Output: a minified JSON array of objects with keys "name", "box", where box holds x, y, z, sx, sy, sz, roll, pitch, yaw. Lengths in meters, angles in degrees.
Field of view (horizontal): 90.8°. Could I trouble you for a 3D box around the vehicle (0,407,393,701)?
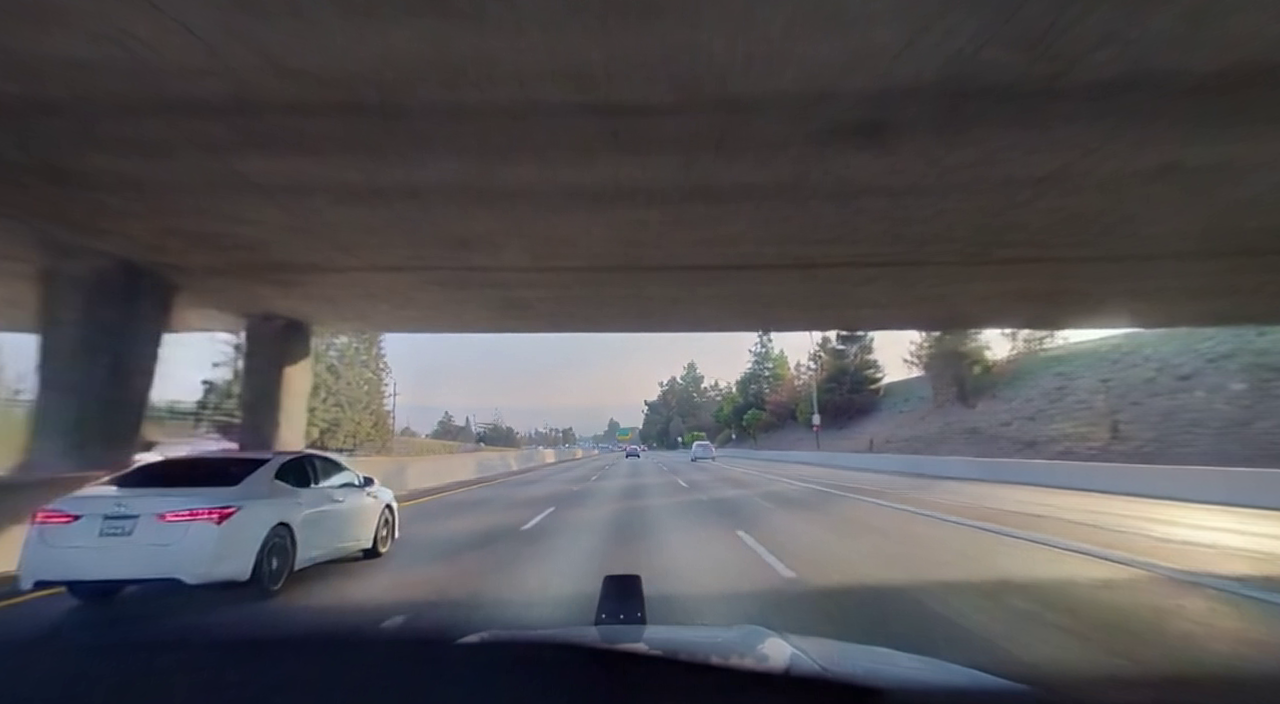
[{"name":"vehicle","box":[-4.075,1.404,5.556,2.050,1.547,4.266,0,-9,0]}]
